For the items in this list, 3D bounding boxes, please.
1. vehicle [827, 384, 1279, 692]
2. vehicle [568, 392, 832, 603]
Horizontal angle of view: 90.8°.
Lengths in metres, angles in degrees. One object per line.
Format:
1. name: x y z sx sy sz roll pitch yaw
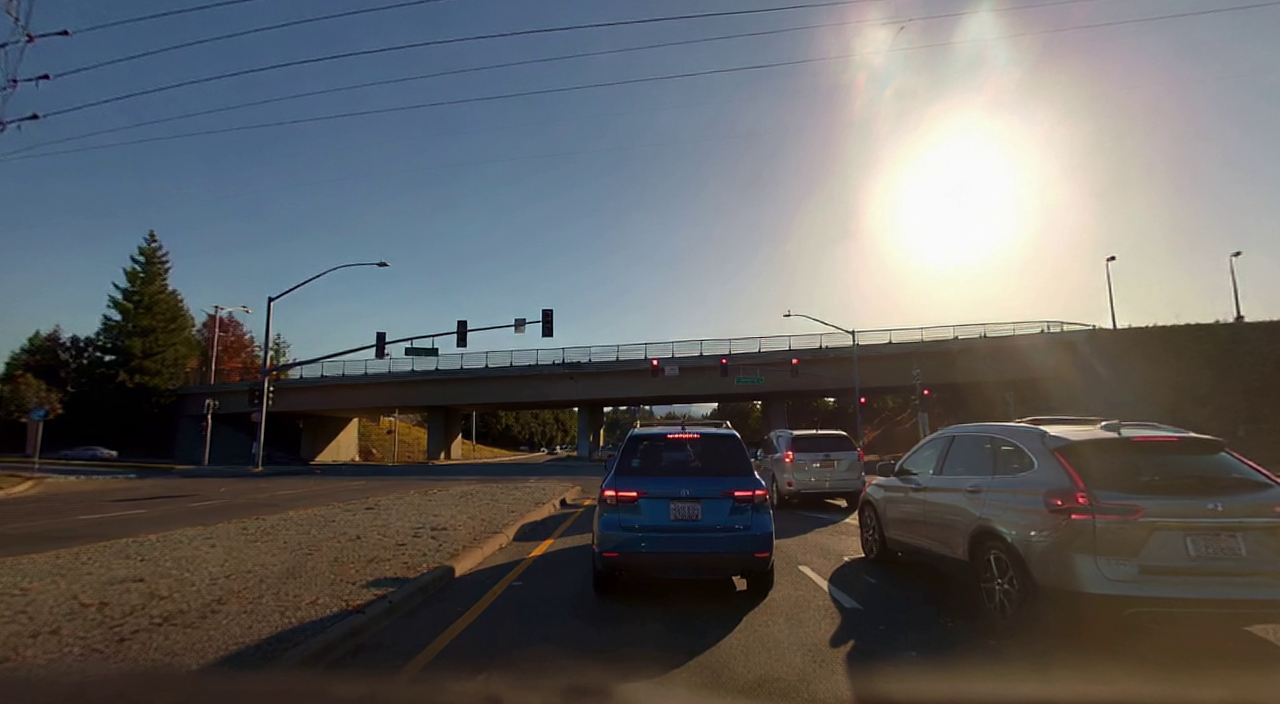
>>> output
1. vehicle: 3.411 1.341 5.785 1.990 1.649 4.625 0 -8 0
2. vehicle: 0.455 1.557 7.616 2.240 1.778 4.335 0 -8 -1
